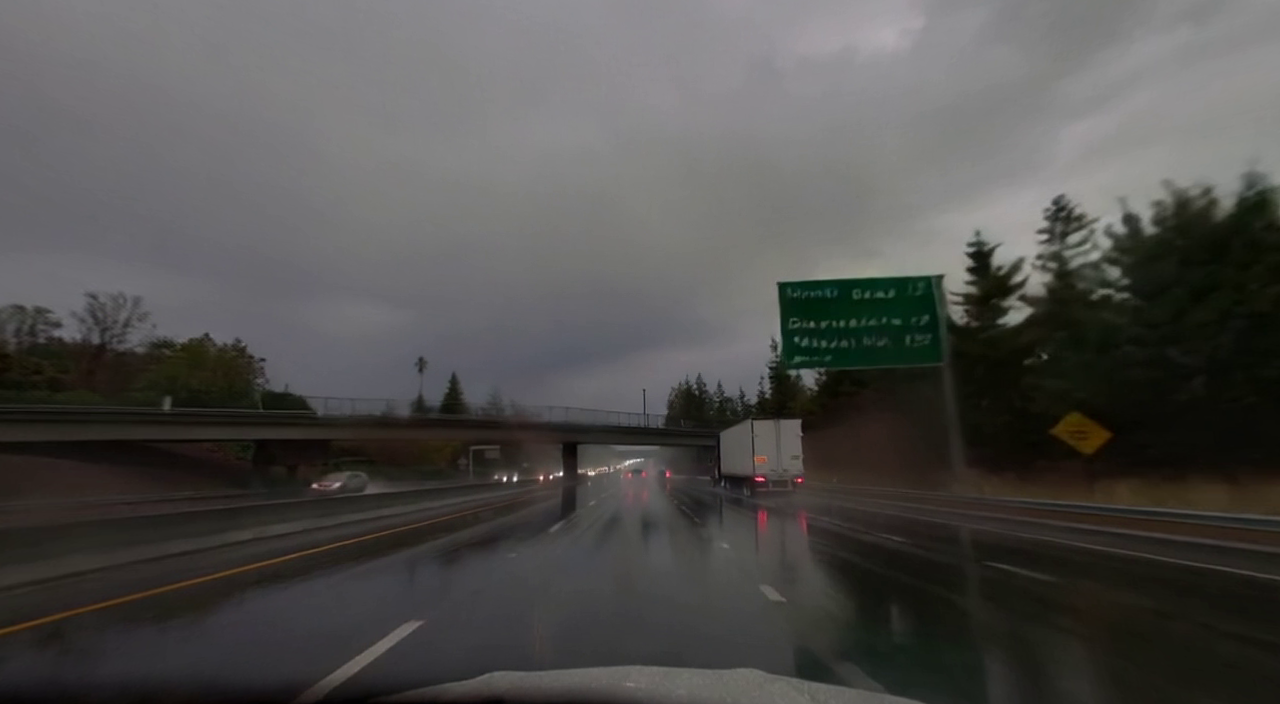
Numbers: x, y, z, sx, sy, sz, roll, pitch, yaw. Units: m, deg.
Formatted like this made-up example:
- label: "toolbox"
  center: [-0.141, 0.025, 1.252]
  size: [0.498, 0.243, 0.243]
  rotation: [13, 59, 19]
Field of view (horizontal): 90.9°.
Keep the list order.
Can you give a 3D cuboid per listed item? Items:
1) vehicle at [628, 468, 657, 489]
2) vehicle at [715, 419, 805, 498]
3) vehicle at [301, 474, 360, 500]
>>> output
- label: "vehicle"
  center: [0.153, 9.283, 46.306]
  size: [2.029, 1.459, 3.684]
  rotation: [1, -10, -1]
- label: "vehicle"
  center: [7.075, 6.845, 39.942]
  size: [2.926, 4.073, 13.836]
  rotation: [1, -10, 0]
- label: "vehicle"
  center: [-18.676, 8.116, 38.152]
  size: [1.734, 1.433, 3.465]
  rotation: [1, -10, 0]
